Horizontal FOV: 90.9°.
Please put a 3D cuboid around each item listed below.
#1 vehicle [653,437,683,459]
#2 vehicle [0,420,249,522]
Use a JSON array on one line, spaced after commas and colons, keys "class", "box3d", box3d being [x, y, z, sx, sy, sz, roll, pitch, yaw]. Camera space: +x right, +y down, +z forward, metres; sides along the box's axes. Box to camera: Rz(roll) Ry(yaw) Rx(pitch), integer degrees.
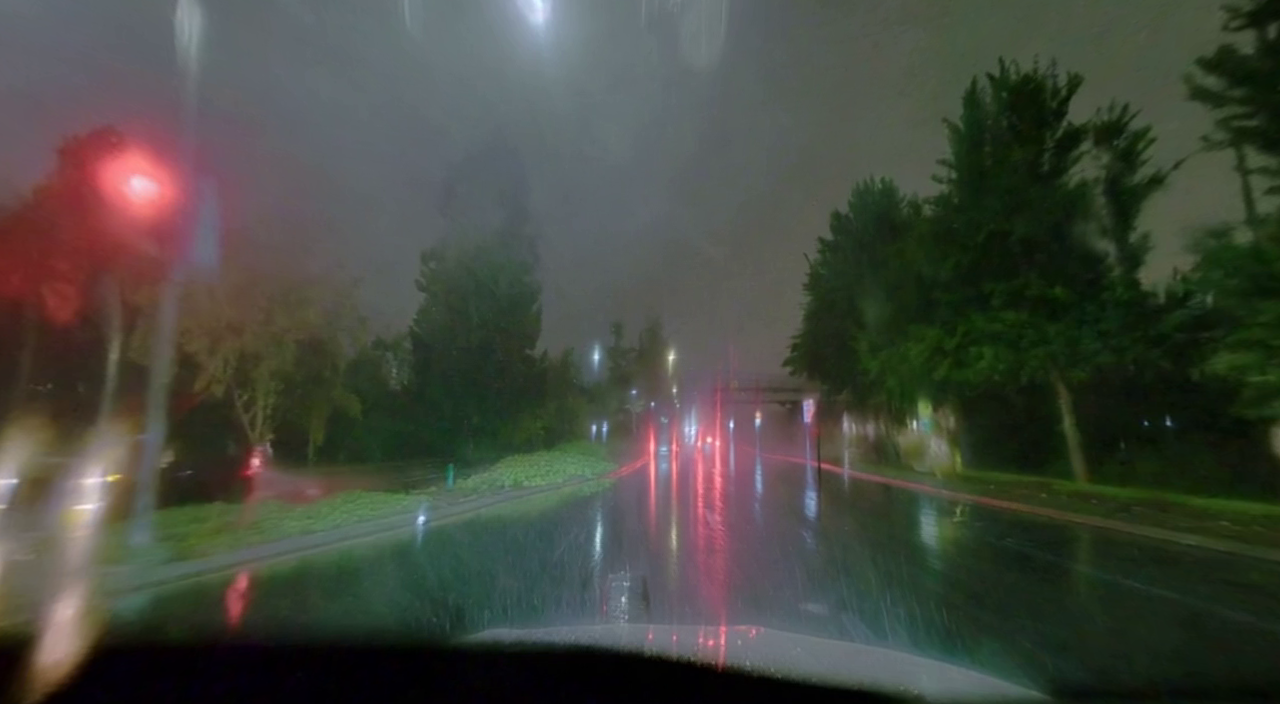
[{"class": "vehicle", "box3d": [1.977, 6.733, 44.275, 2.039, 1.462, 4.203, 0, -9, 3]}, {"class": "vehicle", "box3d": [-10.762, 2.366, 13.029, 2.133, 1.696, 4.586, -1, -9, 5]}]
